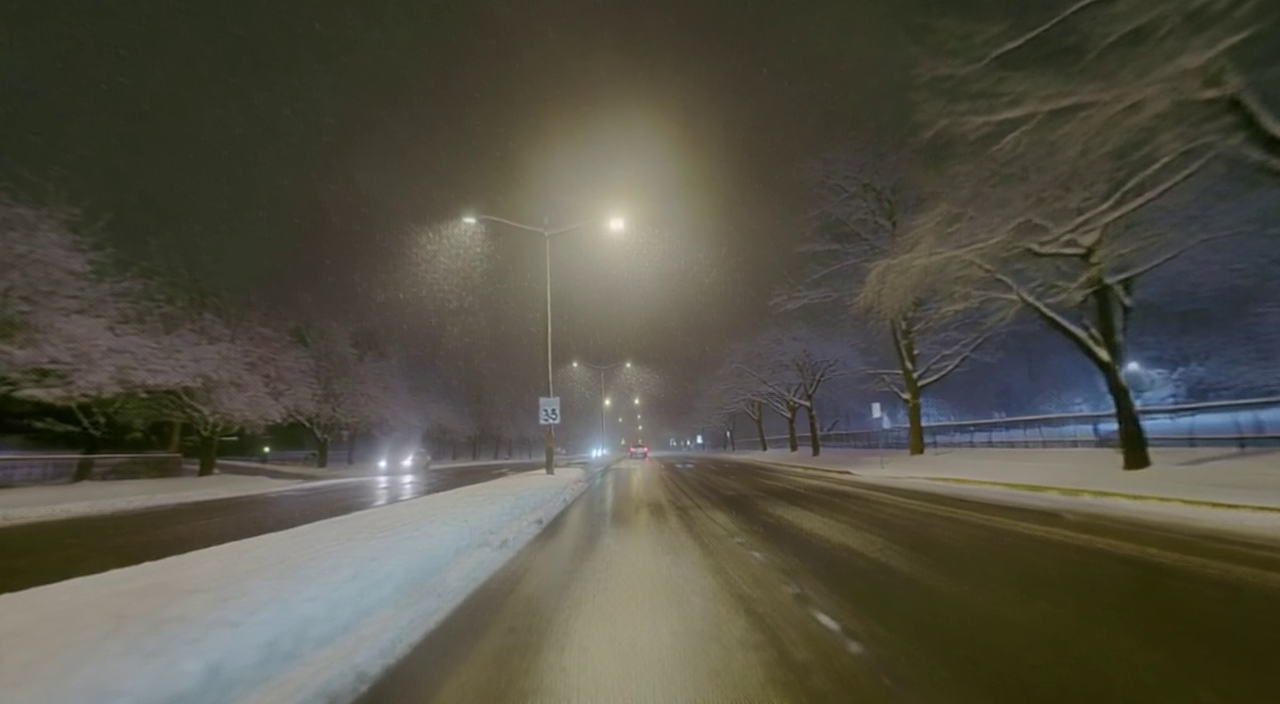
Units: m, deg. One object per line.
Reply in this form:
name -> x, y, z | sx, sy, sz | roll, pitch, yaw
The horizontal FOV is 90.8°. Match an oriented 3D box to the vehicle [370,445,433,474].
vehicle -> -16.463, 7.434, 43.974 | 2.511, 1.881, 4.658 | 0, -8, 1
